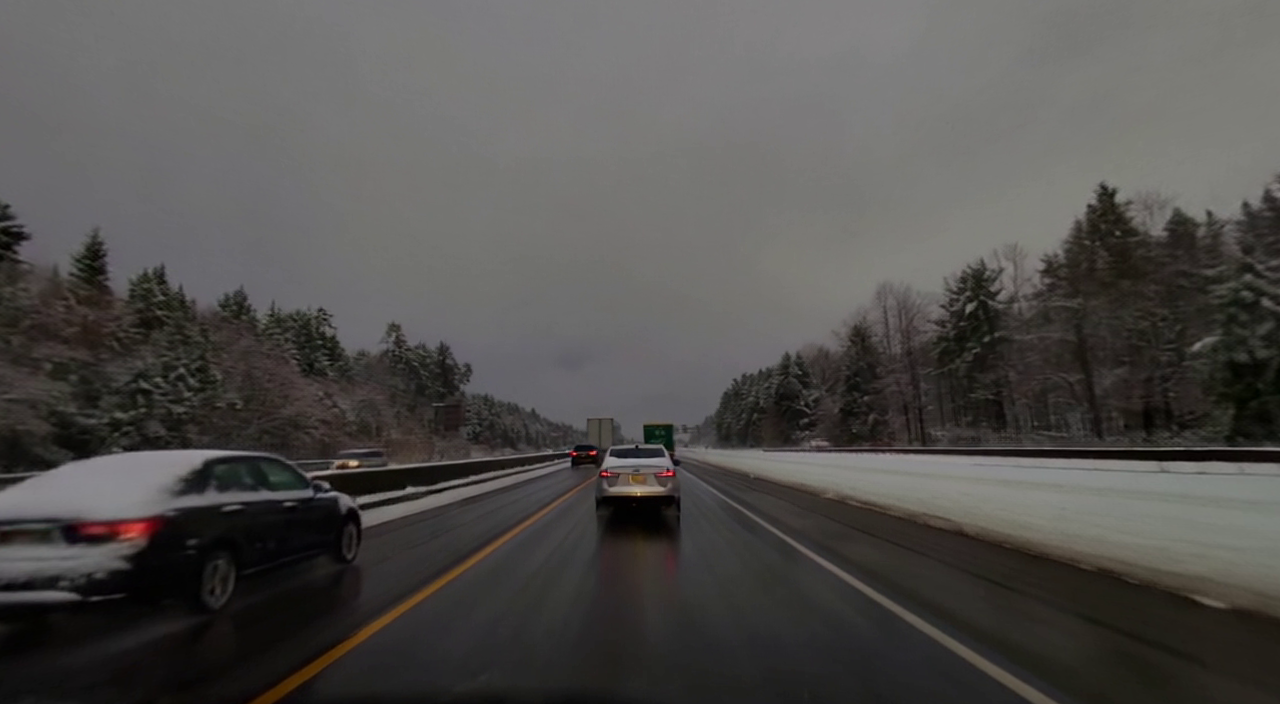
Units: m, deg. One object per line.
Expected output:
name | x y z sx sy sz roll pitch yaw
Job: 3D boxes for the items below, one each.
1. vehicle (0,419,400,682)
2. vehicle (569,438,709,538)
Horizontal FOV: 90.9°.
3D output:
vehicle | -4.084 1.499 5.906 1.929 1.509 4.331 0 -9 1
vehicle | -0.040 2.318 11.334 2.057 1.449 3.931 0 -9 -1
